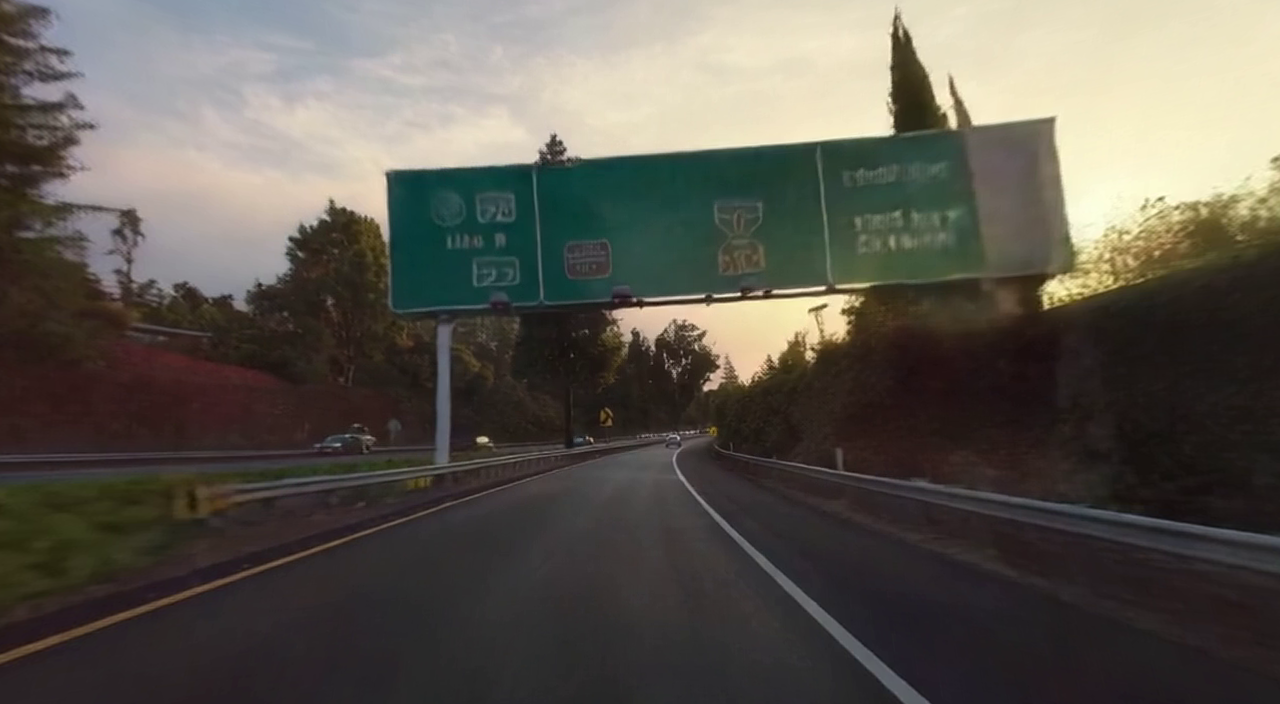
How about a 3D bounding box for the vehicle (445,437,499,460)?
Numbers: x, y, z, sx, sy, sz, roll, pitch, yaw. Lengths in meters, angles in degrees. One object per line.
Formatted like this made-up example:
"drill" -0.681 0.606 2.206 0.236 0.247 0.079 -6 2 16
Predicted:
"vehicle" -12.134 6.972 45.762 2.141 1.612 3.998 -2 -8 13
